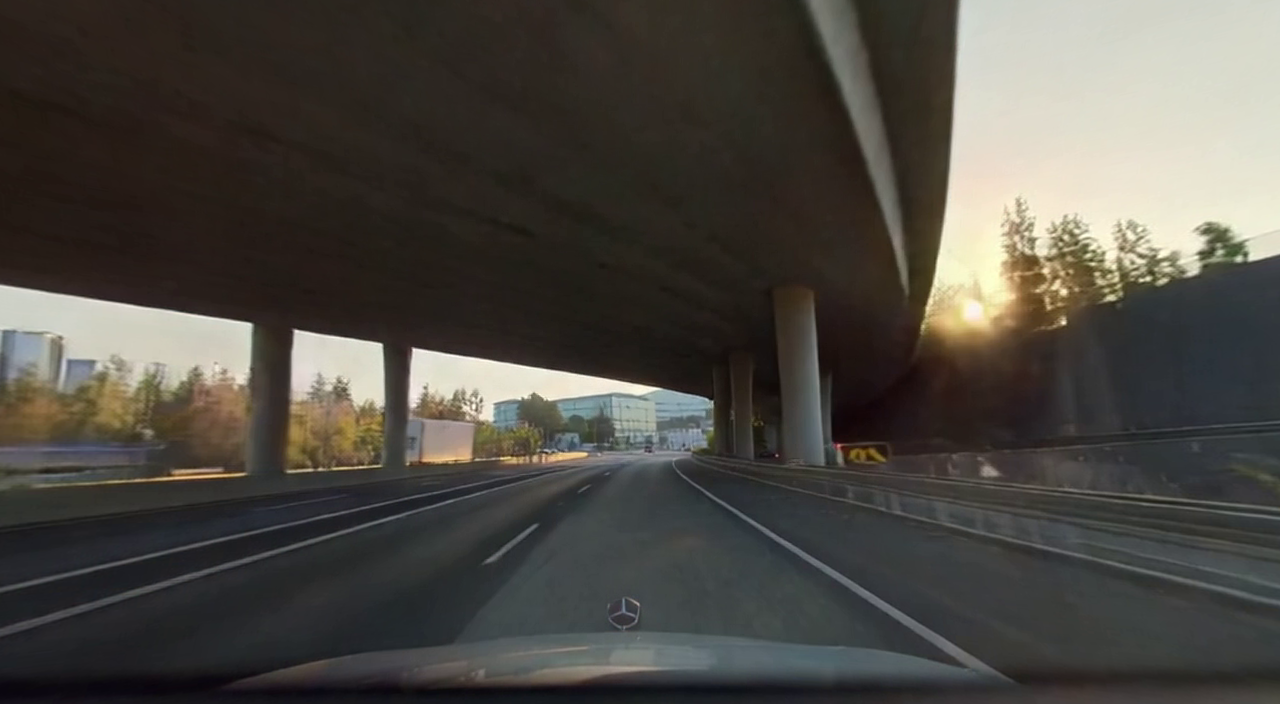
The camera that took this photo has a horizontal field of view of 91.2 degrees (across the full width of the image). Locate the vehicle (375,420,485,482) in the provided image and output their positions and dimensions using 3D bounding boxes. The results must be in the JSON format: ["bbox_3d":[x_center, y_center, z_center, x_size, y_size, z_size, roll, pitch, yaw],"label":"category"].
[{"bbox_3d":[-15.506,7.555,48.033,2.910,4.014,14.092,-1,-9,3],"label":"vehicle"}]
